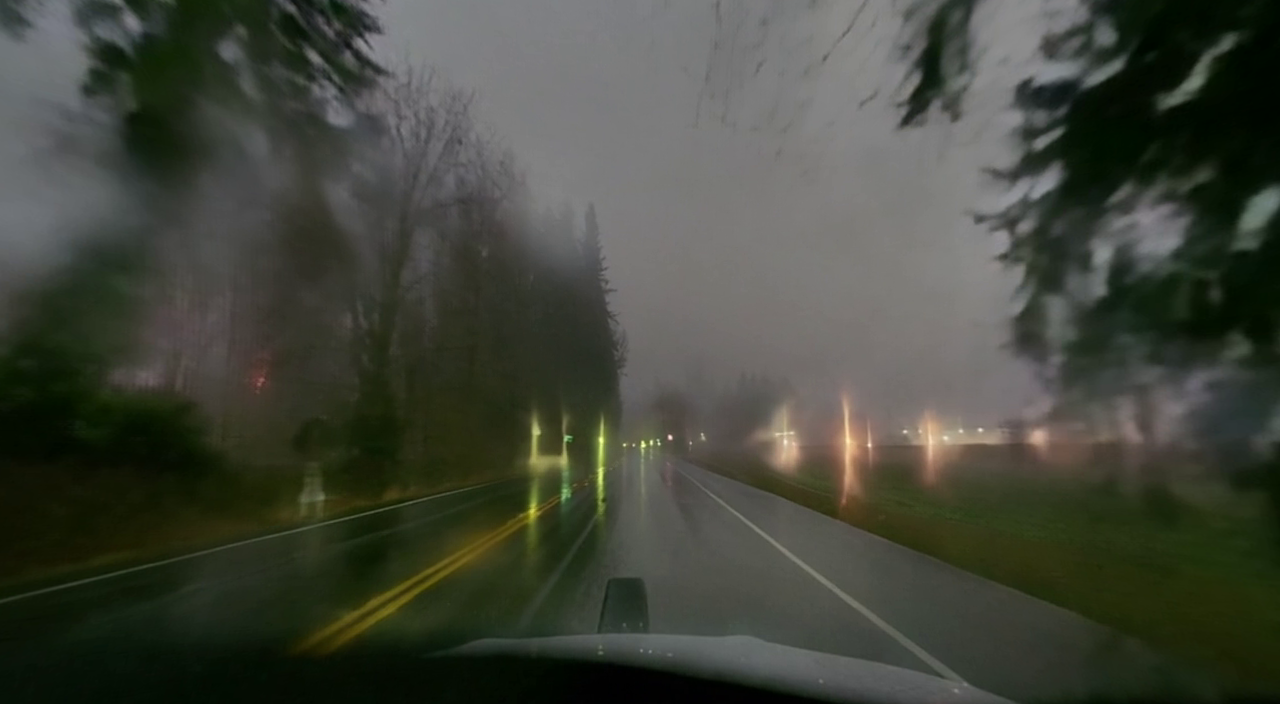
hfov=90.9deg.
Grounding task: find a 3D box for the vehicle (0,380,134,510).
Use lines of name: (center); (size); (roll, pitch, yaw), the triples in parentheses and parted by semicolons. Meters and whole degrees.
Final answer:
vehicle: (-23.228, 2.887, 19.065); (3.031, 4.352, 15.623); (-4, -9, 0)
